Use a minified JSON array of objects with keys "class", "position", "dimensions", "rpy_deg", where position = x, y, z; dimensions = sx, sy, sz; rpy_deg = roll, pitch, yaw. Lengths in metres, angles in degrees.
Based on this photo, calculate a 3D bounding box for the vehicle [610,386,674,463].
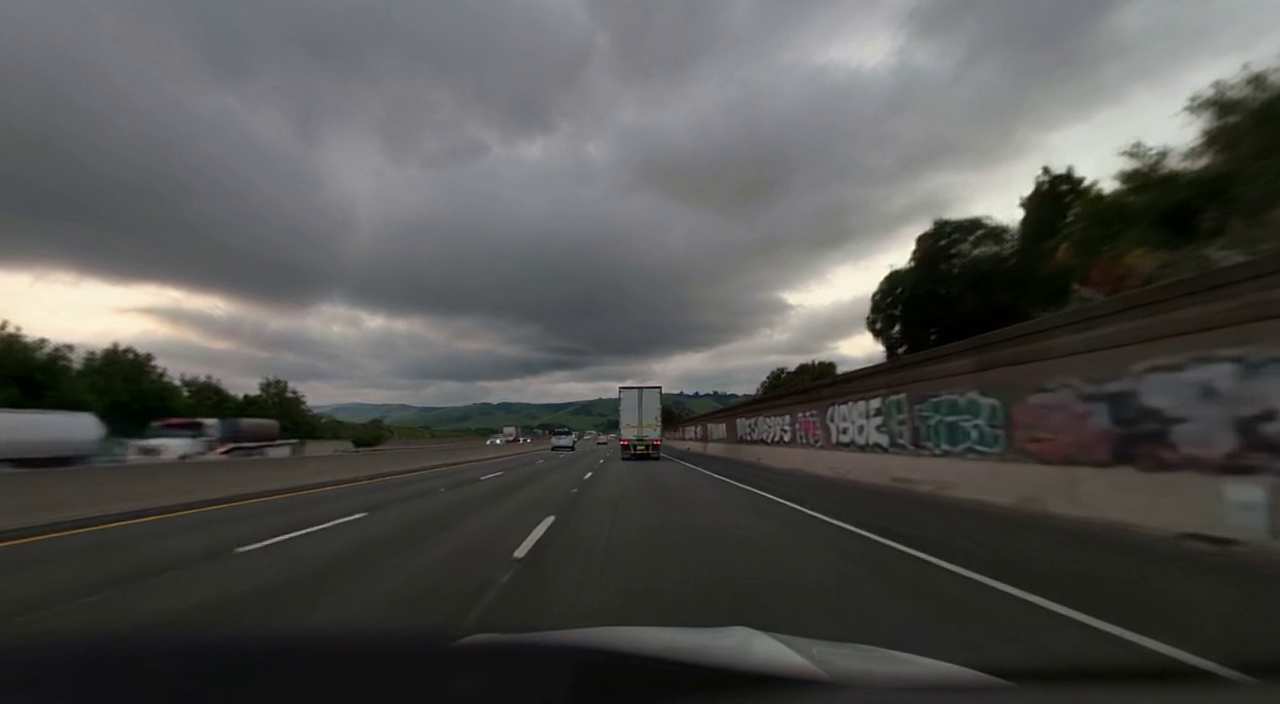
[{"class":"vehicle","position":[-0.143,4.300,36.529],"dimensions":[2.921,3.765,10.773],"rpy_deg":[1,-8,-4]}]

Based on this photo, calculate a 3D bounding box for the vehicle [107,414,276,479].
[{"class":"vehicle","position":[-18.700,3.988,26.961],"dimensions":[2.295,2.413,6.880],"rpy_deg":[0,-8,-2]}]
